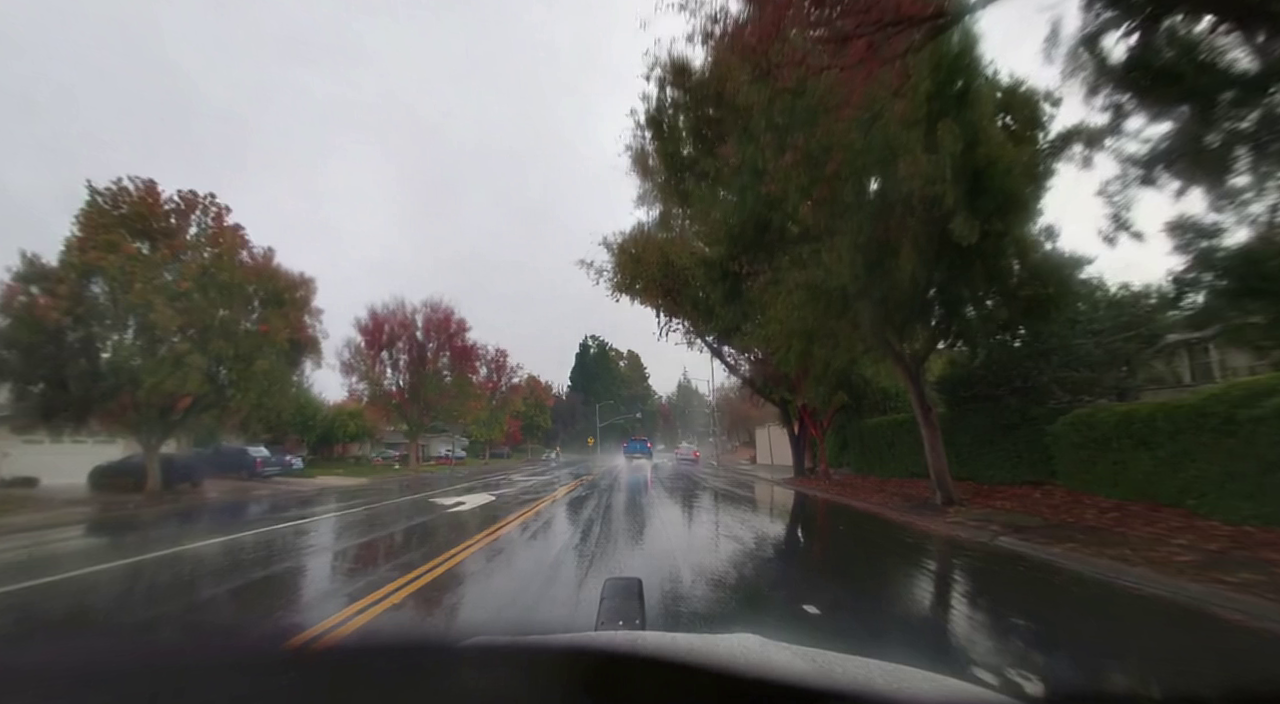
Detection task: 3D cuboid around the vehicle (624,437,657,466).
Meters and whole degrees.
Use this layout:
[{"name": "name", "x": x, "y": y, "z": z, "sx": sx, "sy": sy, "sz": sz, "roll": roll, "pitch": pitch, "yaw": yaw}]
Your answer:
[{"name": "vehicle", "x": 0.110, "y": 7.125, "z": 45.415, "sx": 2.153, "sy": 1.942, "sz": 4.767, "roll": -1, "pitch": -9, "yaw": 2}]

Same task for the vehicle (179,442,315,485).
[{"name": "vehicle", "x": -19.181, "y": 5.457, "z": 31.036, "sx": 5.209, "sy": 1.967, "sz": 2.153, "roll": 0, "pitch": -8, "yaw": -1}]
